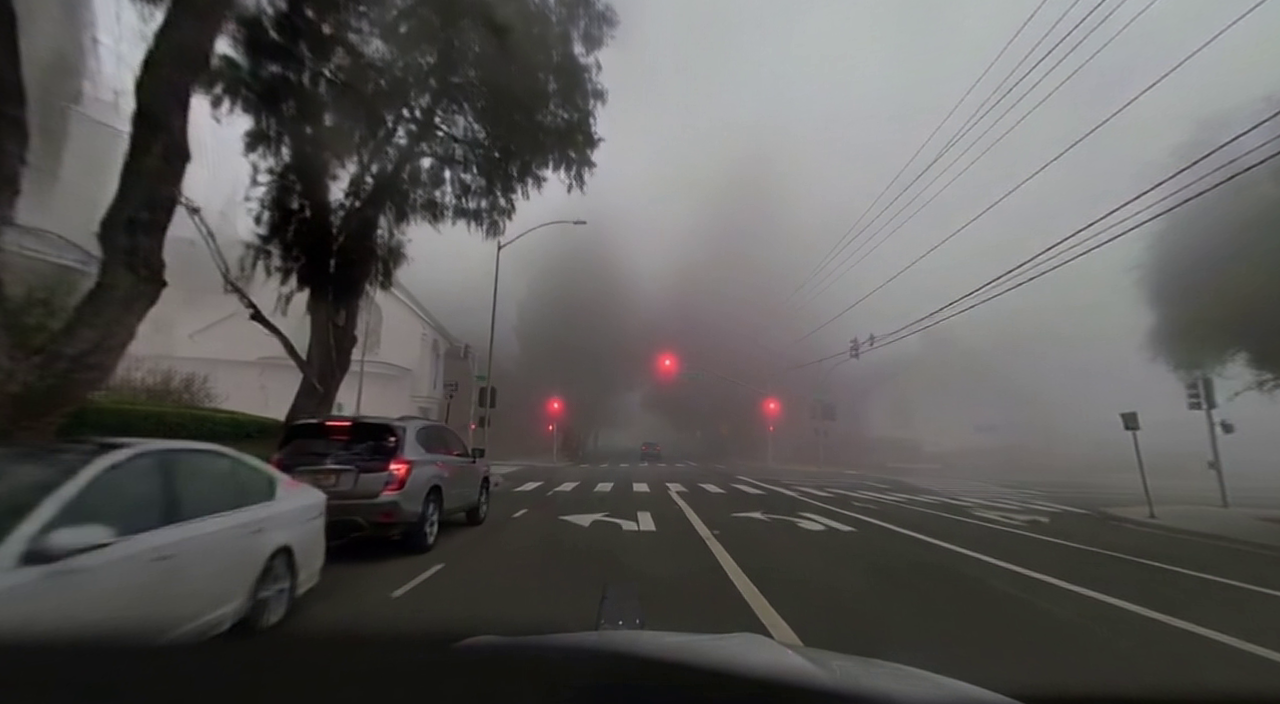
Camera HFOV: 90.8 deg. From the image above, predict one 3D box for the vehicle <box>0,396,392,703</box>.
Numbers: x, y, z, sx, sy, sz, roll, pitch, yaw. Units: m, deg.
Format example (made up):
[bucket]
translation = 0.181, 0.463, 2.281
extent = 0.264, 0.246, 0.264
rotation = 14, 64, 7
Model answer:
[vehicle]
translation = -3.476, 1.188, 4.084
extent = 1.855, 1.534, 4.644
rotation = 0, -9, 0
